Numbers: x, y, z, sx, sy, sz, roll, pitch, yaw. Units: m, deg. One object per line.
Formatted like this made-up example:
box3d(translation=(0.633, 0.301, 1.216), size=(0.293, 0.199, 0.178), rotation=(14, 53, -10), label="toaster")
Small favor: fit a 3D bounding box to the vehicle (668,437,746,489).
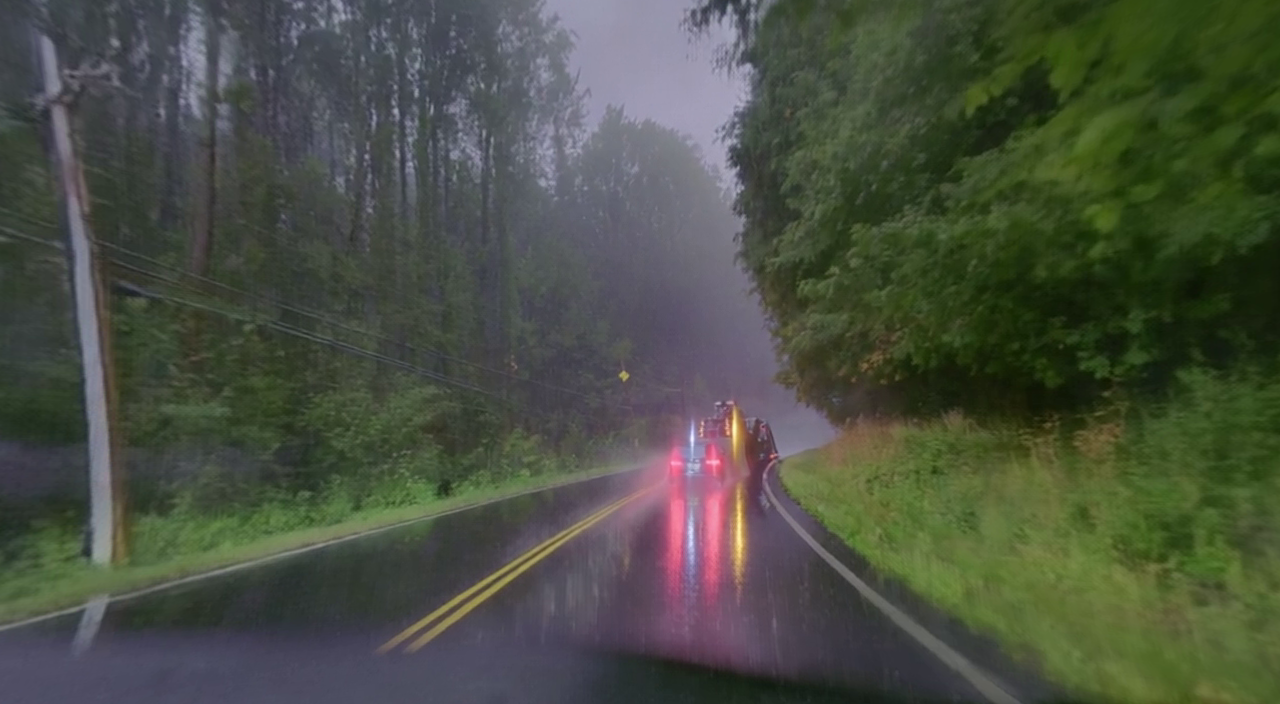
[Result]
box3d(translation=(2.161, 3.497, 20.161), size=(2.196, 1.465, 4.294), rotation=(-1, -8, 7), label="vehicle")
